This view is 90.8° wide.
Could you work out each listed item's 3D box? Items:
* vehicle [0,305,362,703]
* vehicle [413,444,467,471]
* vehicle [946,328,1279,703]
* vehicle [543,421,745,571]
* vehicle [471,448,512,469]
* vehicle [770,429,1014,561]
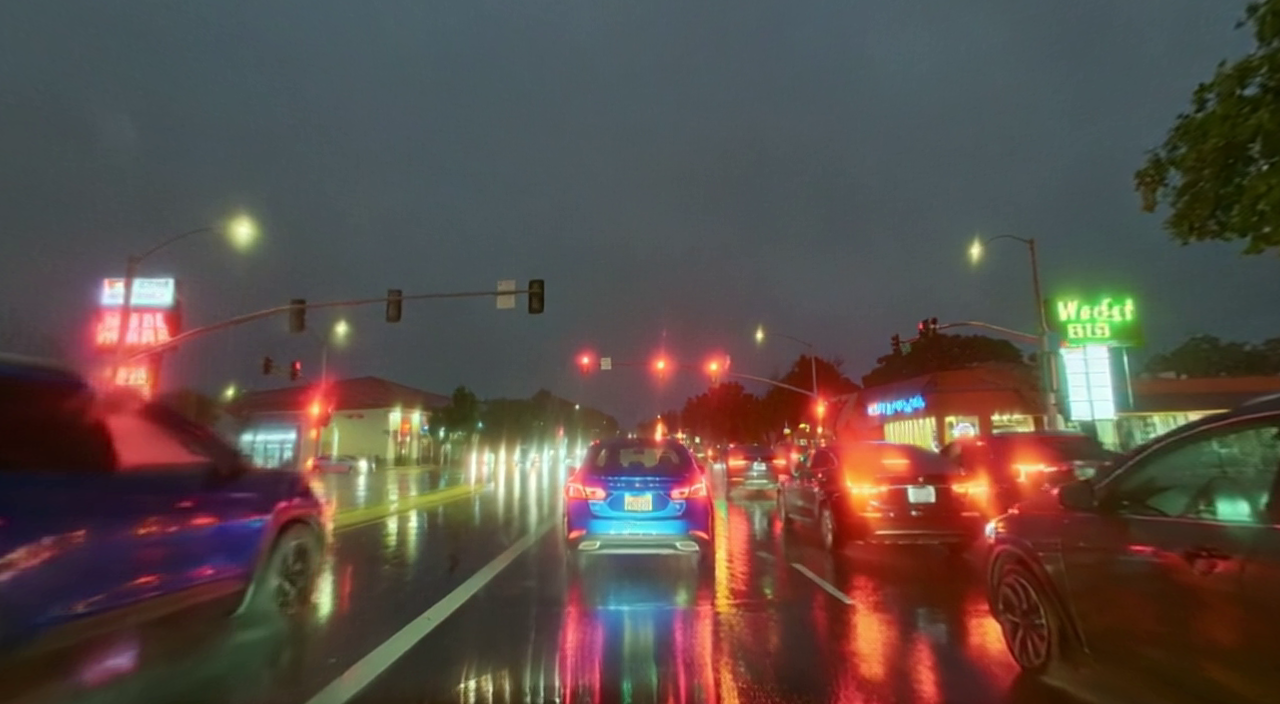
[{"bbox_3d":[-3.416,0.833,2.740,2.257,1.823,4.777,0,-9,0],"label":"vehicle"},{"bbox_3d":[-15.066,7.931,47.903,2.395,1.903,4.860,0,-9,1],"label":"vehicle"},{"bbox_3d":[3.000,0.740,1.802,2.075,1.661,4.401,0,-9,1],"label":"vehicle"},{"bbox_3d":[0.025,1.823,8.688,2.154,1.577,3.723,0,-9,0],"label":"vehicle"},{"bbox_3d":[-11.230,8.054,48.095,2.099,1.478,4.411,0,-9,0],"label":"vehicle"},{"bbox_3d":[3.341,1.961,9.423,1.865,1.496,4.170,0,-9,-1],"label":"vehicle"}]
